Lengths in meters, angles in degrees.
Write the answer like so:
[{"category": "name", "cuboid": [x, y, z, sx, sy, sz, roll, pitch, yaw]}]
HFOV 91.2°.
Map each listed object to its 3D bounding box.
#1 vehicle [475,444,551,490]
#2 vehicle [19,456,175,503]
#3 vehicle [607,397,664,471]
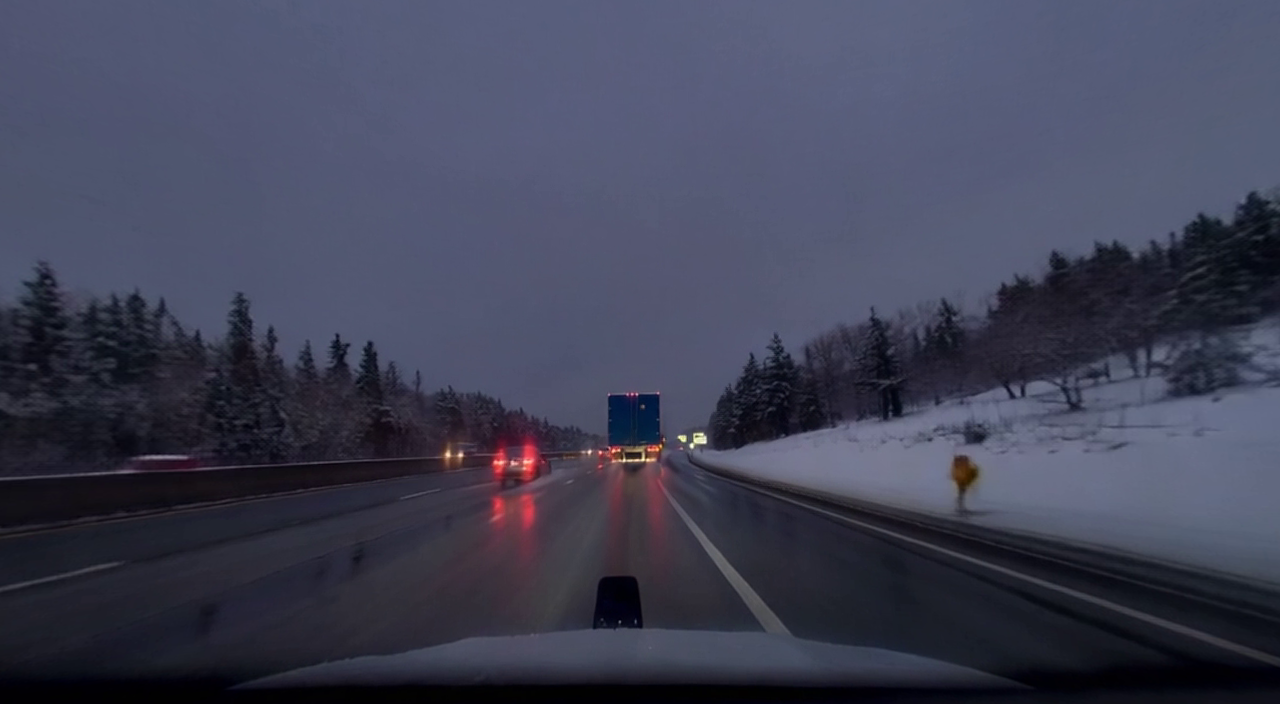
[{"category": "vehicle", "cuboid": [-4.474, 4.099, 22.614, 1.895, 1.500, 3.808, 0, -9, 1]}, {"category": "vehicle", "cuboid": [-21.519, 5.028, 25.163, 1.933, 1.646, 4.718, -1, -9, 1]}, {"category": "vehicle", "cuboid": [-0.224, 5.363, 40.017, 3.123, 4.094, 10.812, 0, -9, 0]}]
